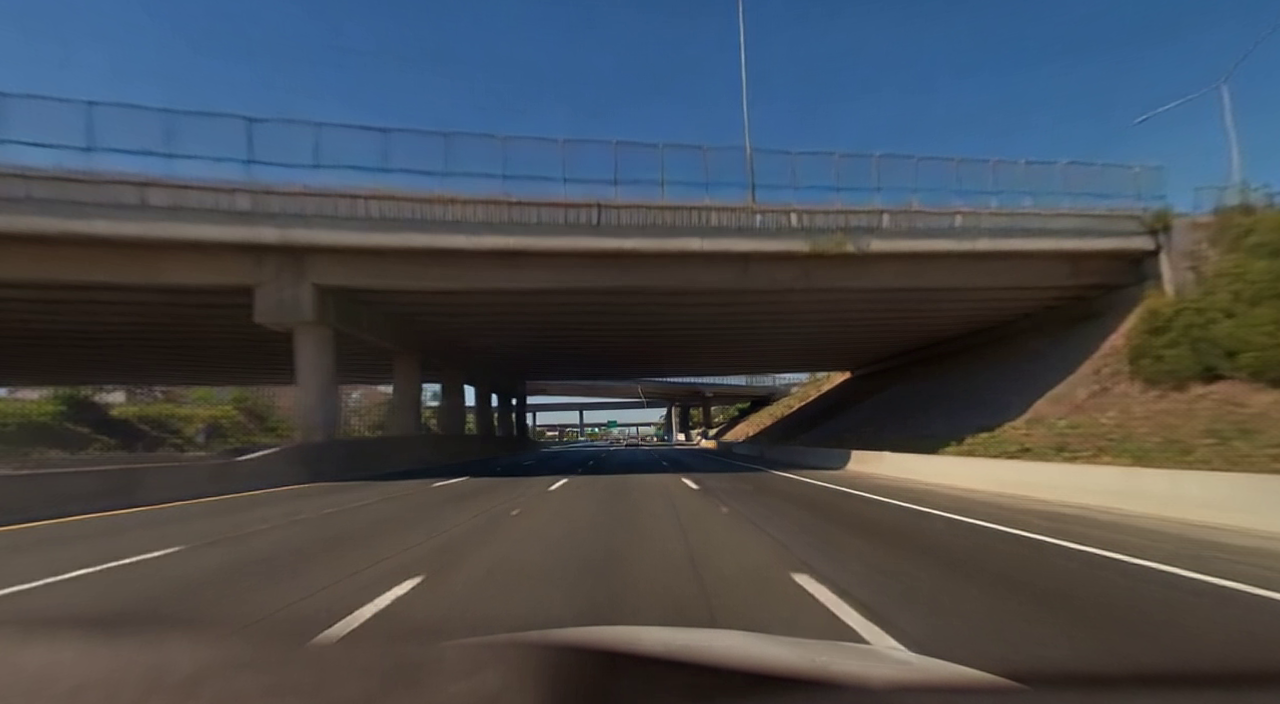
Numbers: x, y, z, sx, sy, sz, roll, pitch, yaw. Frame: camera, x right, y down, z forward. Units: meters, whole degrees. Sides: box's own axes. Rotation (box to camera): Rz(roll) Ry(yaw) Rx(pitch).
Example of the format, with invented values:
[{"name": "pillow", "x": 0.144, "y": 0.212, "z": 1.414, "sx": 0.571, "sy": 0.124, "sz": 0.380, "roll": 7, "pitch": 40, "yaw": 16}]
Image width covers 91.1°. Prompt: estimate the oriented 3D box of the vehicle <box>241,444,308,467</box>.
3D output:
[{"name": "vehicle", "x": -24.015, "y": 6.774, "z": 41.499, "sx": 1.886, "sy": 1.397, "sz": 4.160, "roll": 0, "pitch": -8, "yaw": 0}]
